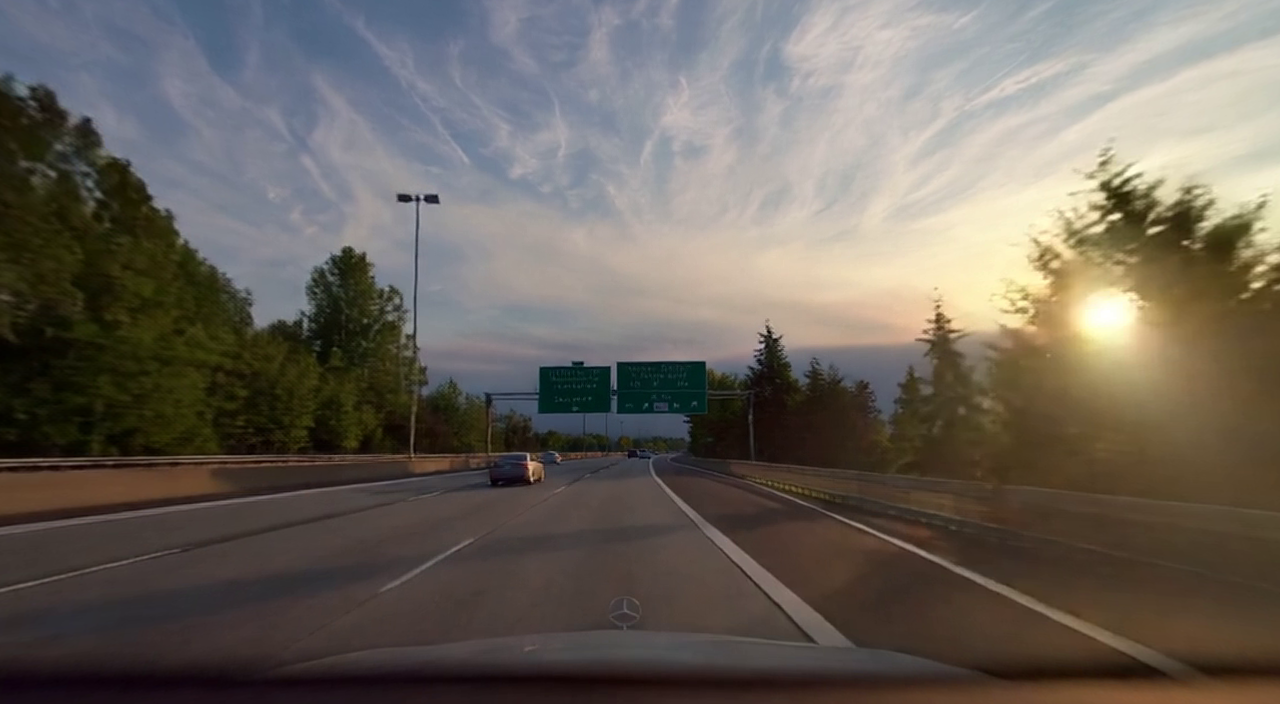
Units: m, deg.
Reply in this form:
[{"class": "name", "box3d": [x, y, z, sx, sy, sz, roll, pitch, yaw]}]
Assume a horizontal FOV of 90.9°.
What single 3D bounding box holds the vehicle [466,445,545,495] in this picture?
[{"class": "vehicle", "box3d": [-4.723, 4.198, 22.771, 1.875, 1.587, 4.687, -1, -9, -1]}]
